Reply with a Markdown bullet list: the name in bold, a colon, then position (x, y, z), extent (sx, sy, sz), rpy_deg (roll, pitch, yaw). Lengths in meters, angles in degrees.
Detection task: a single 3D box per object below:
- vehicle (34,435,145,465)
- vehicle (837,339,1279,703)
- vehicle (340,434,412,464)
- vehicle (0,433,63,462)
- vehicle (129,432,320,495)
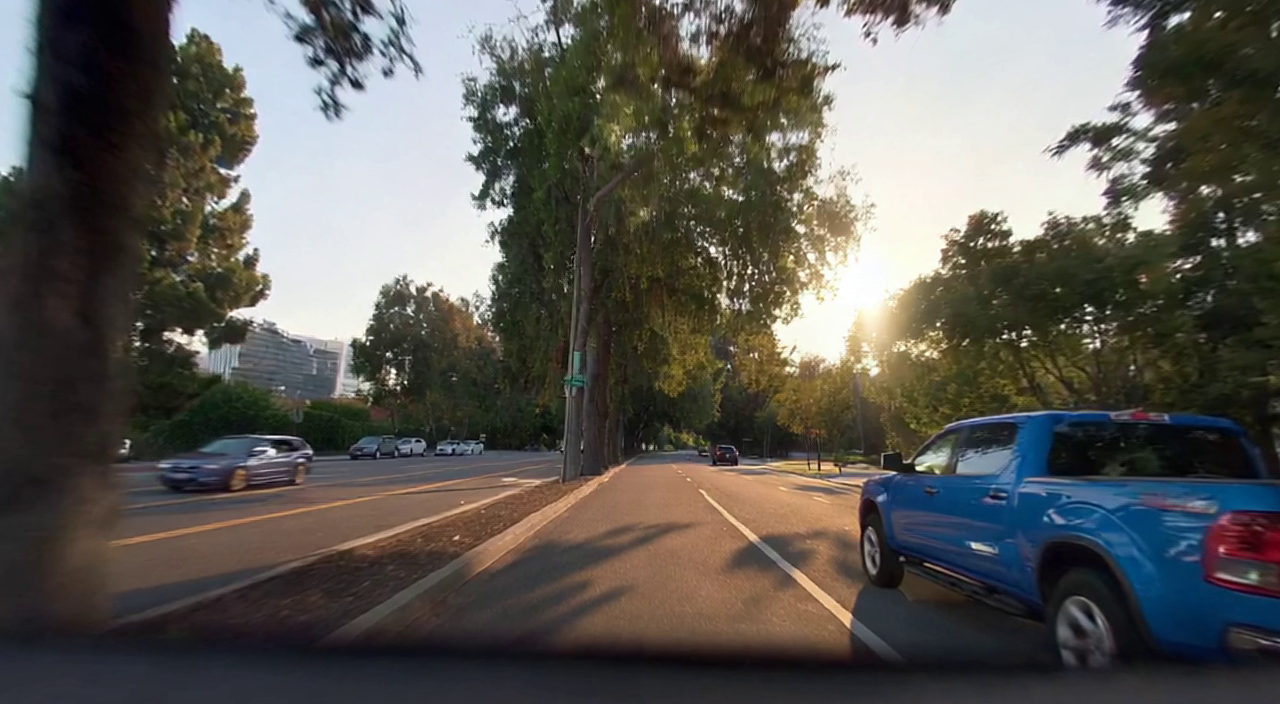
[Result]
- **vehicle**: position (-28.396, 5.078, 32.723), extent (1.836, 1.426, 4.334), rpy_deg (0, -8, 0)
- **vehicle**: position (3.043, 1.119, 3.959), extent (2.108, 1.712, 4.616), rpy_deg (0, -8, 0)
- **vehicle**: position (-18.152, 6.719, 43.786), extent (2.398, 1.883, 5.729), rpy_deg (0, -8, 2)
- **vehicle**: position (-33.739, 5.077, 33.544), extent (1.917, 1.489, 4.302), rpy_deg (0, -8, -1)
- **vehicle**: position (-11.164, 3.021, 17.464), extent (2.057, 1.482, 4.611), rpy_deg (0, -8, 2)
